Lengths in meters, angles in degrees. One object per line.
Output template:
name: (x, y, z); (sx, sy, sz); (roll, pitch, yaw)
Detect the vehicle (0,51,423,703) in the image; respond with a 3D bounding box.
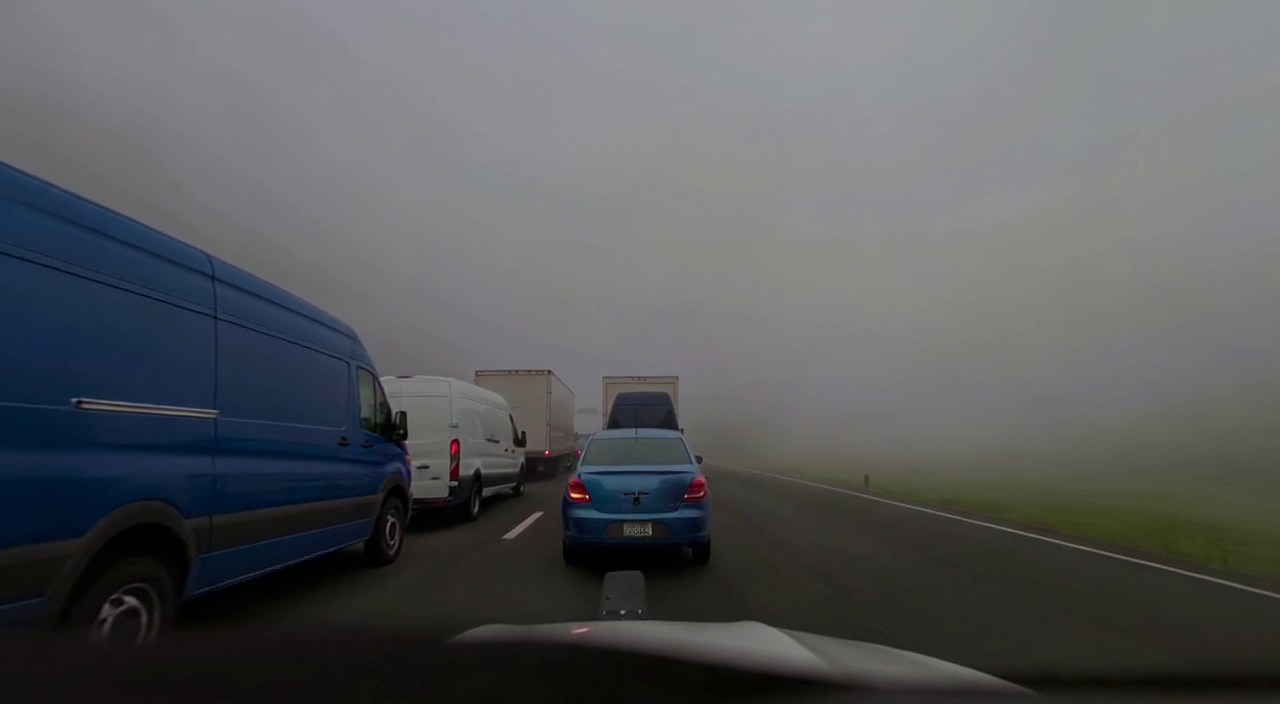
vehicle: (-4.031, 0.528, 5.258); (2.254, 2.879, 6.656); (0, -9, -2)

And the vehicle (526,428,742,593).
vehicle: (-0.096, 1.734, 7.607); (1.995, 1.495, 3.380); (0, -9, -1)
